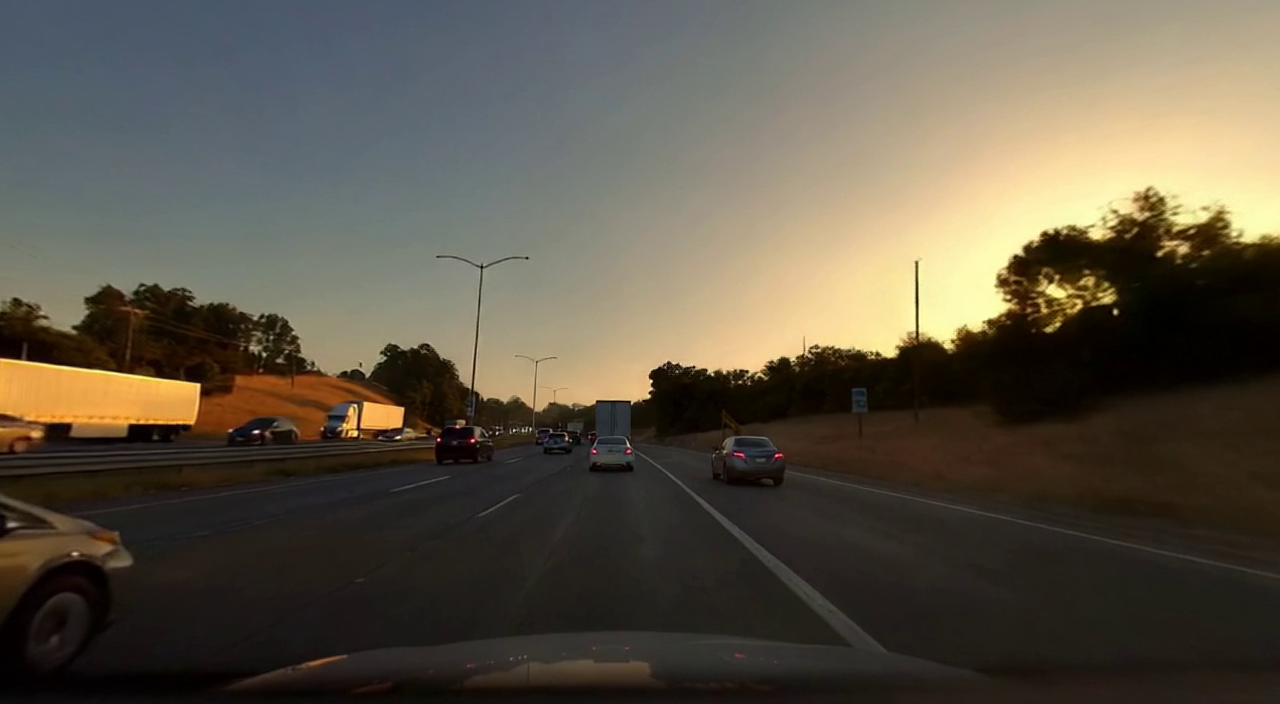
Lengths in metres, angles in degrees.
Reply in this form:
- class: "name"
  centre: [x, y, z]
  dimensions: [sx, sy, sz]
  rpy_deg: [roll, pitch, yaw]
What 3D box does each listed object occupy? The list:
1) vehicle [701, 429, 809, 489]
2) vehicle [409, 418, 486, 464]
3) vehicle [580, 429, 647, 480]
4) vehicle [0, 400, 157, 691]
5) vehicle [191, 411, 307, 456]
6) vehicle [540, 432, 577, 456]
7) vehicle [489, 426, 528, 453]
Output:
- class: "vehicle"
  centre: [3.059, 2.945, 17.773]
  dimensions: [1.981, 1.474, 4.396]
  rpy_deg: [0, -8, -3]
- class: "vehicle"
  centre: [-8.728, 4.102, 29.012]
  dimensions: [2.158, 1.943, 4.662]
  rpy_deg: [0, -8, -1]
- class: "vehicle"
  centre: [-0.861, 3.281, 20.520]
  dimensions: [1.980, 1.478, 3.758]
  rpy_deg: [0, -8, -2]
- class: "vehicle"
  centre: [-4.227, 0.871, 2.299]
  dimensions: [1.916, 1.476, 3.782]
  rpy_deg: [0, -8, -1]
- class: "vehicle"
  centre: [-15.449, 3.263, 25.159]
  dimensions: [1.993, 1.617, 4.277]
  rpy_deg: [0, -8, -2]
- class: "vehicle"
  centre: [-5.434, 6.170, 42.369]
  dimensions: [2.046, 1.493, 4.384]
  rpy_deg: [0, -8, -2]
- class: "vehicle"
  centre: [-9.463, 6.359, 45.590]
  dimensions: [1.992, 1.838, 4.493]
  rpy_deg: [0, -8, -2]
